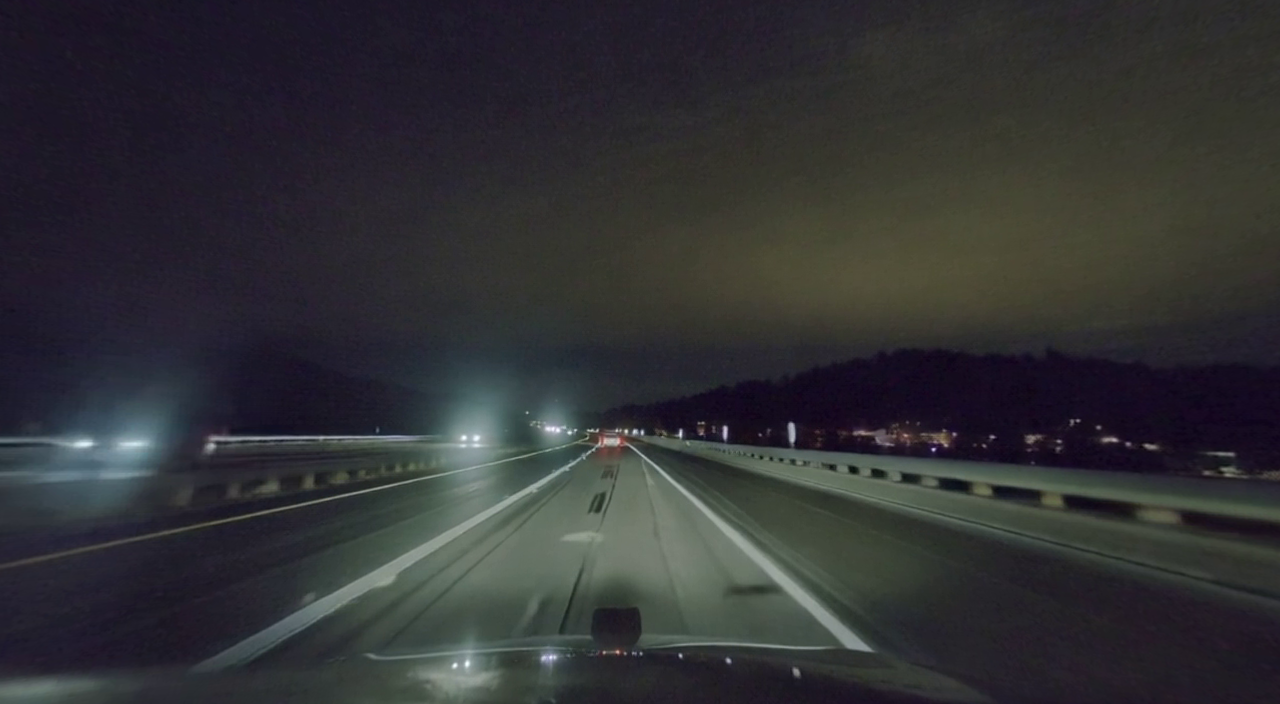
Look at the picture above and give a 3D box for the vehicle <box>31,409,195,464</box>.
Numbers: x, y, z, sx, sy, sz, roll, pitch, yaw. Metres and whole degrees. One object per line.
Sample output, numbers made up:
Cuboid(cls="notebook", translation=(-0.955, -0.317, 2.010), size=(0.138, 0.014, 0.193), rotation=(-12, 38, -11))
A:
Cuboid(cls="vehicle", translation=(-20.228, 3.296, 24.490), size=(2.128, 1.893, 4.820), rotation=(0, -8, 1))
